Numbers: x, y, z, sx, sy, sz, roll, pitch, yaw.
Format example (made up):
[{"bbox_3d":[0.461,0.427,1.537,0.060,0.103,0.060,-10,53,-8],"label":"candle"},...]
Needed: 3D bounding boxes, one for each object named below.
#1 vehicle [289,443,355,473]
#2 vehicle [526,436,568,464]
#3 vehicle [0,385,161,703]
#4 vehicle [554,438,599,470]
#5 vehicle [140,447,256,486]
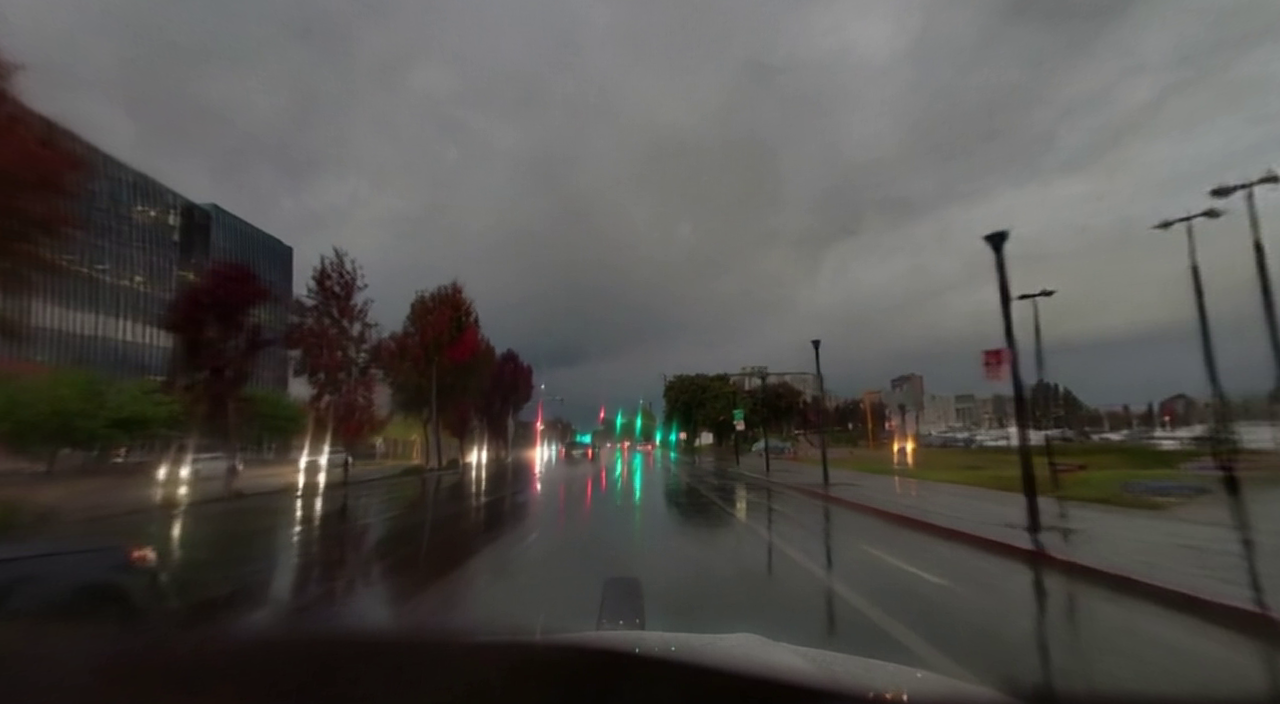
[{"bbox_3d":[-20.163,6.718,40.300,1.910,1.748,4.303,0,-8,0],"label":"vehicle"},{"bbox_3d":[-6.603,7.018,45.391,2.224,1.821,4.711,0,-8,1],"label":"vehicle"},{"bbox_3d":[-3.359,0.677,0.907,2.040,1.497,4.193,0,-8,0],"label":"vehicle"},{"bbox_3d":[-3.310,5.369,33.370,1.983,1.545,3.773,0,-8,0],"label":"vehicle"},{"bbox_3d":[-20.017,5.176,28.925,1.918,1.601,4.610,0,-8,1],"label":"vehicle"}]
